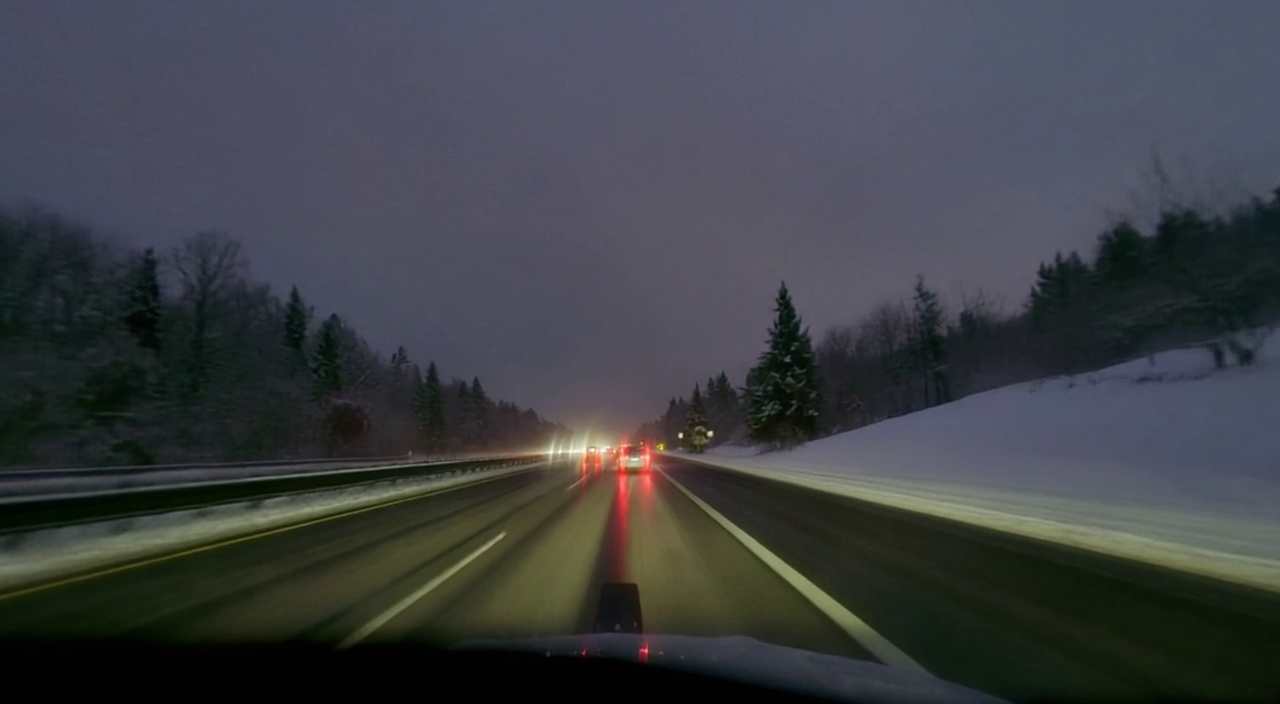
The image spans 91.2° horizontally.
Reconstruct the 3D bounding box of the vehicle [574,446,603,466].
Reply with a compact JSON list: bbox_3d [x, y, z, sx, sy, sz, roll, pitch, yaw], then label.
[{"bbox_3d":[-3.919,7.950,48.056,1.994,1.470,3.752,0,-9,-1],"label":"vehicle"}]

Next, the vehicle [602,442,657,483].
[{"bbox_3d":[-0.414,4.432,25.377,2.066,1.490,3.759,0,-9,-1],"label":"vehicle"}]
